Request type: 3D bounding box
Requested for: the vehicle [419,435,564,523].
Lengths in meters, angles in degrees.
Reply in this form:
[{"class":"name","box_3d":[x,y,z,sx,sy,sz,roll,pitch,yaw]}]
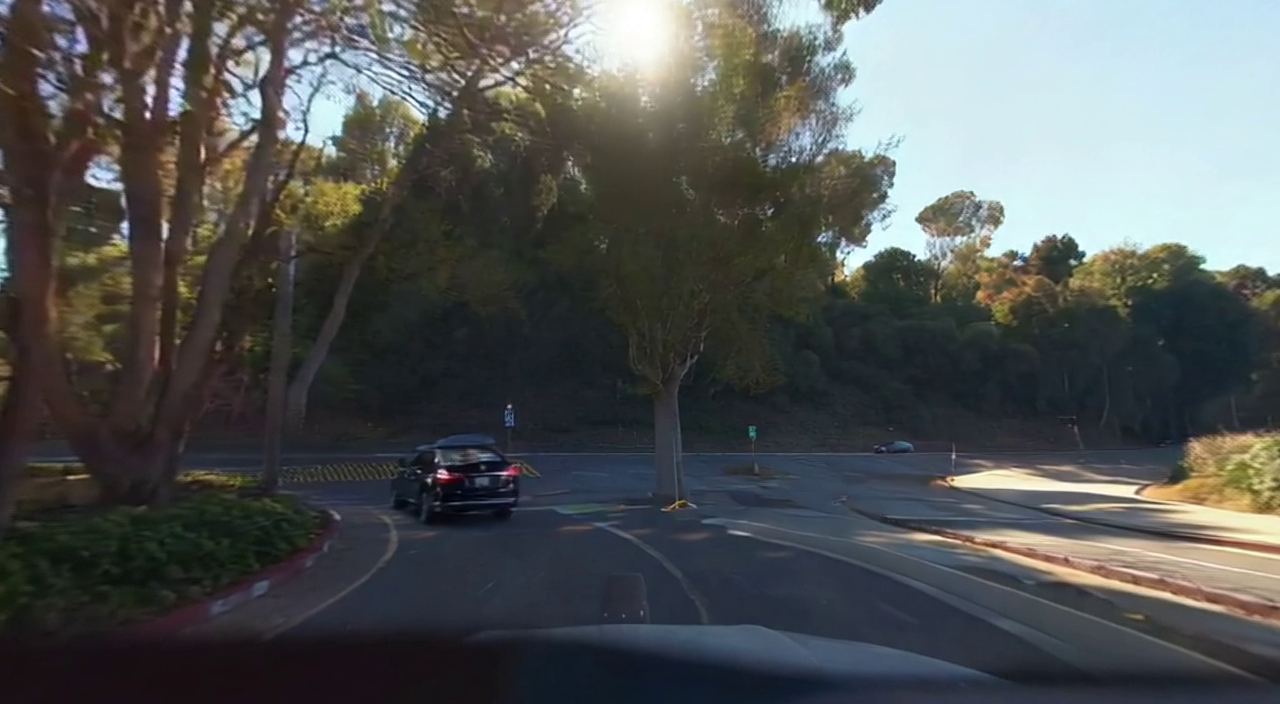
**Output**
[{"class":"vehicle","box_3d":[-3.429,2.718,13.990,2.078,1.607,4.010,5,-10,-29]}]
